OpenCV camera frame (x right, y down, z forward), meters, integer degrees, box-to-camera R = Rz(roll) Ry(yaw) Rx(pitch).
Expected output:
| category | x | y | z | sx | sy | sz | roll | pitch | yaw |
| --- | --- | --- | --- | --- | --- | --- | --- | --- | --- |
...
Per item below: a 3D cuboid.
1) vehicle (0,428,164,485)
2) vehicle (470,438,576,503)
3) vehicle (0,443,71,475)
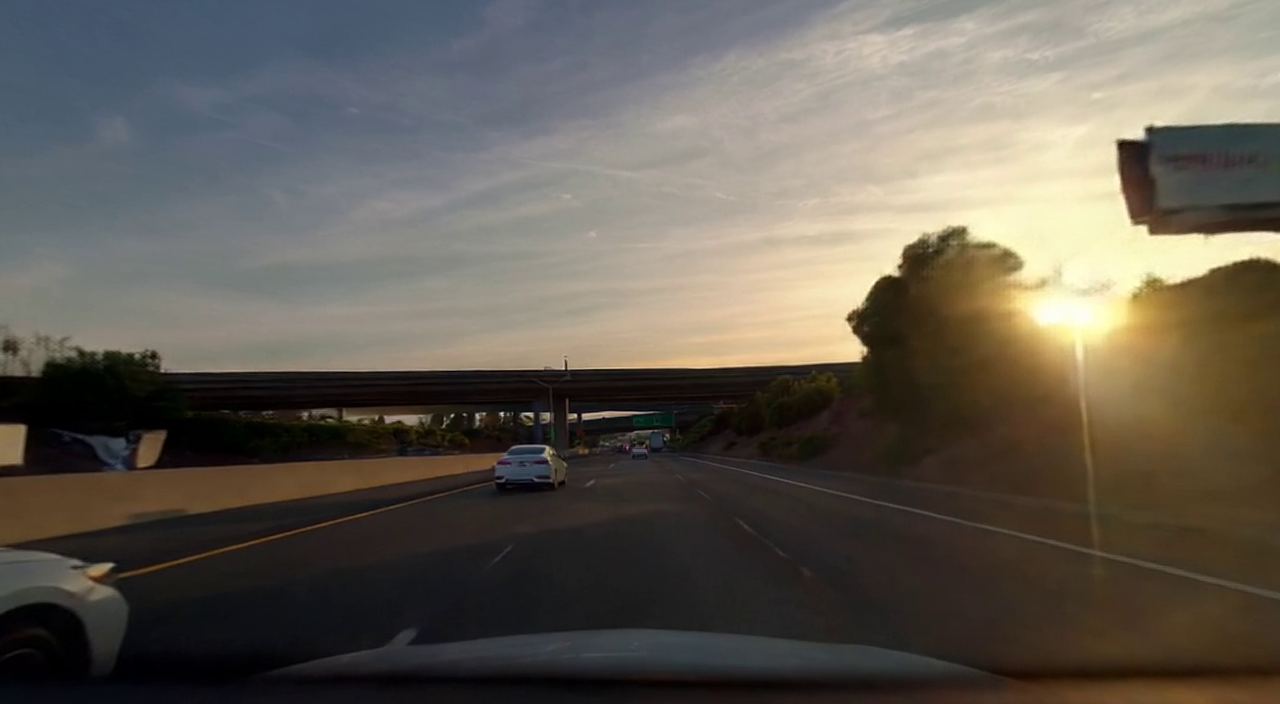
| category | x | y | z | sx | sy | sz | roll | pitch | yaw |
| --- | --- | --- | --- | --- | --- | --- | --- | --- | --- |
| vehicle | -41.130 | 7.165 | 44.387 | 2.840 | 3.485 | 16.876 | 1 | -8 | -2 |
| vehicle | -3.063 | 3.217 | 17.623 | 2.029 | 1.557 | 4.570 | 0 | -9 | 1 |
| vehicle | -40.967 | 7.197 | 42.761 | 1.726 | 2.078 | 3.285 | 1 | -9 | 0 |
